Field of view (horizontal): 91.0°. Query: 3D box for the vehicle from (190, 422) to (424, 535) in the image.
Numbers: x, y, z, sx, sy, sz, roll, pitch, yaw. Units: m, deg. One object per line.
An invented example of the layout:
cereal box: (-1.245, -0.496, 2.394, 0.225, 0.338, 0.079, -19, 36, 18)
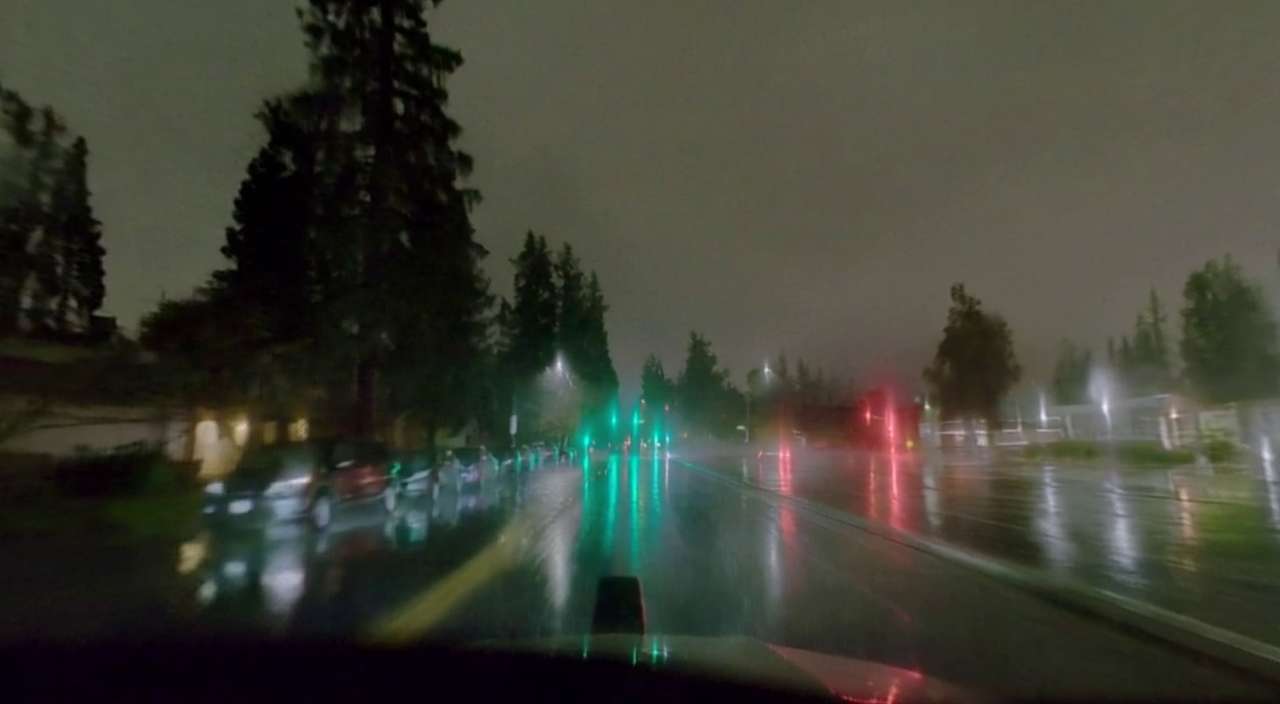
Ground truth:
vehicle: (-6.501, 2.516, 13.211, 2.020, 1.842, 5.116, 1, -8, 1)

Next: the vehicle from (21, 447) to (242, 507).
vehicle: (-13.869, 3.414, 17.426, 4.189, 1.450, 2.196, -1, -9, -1)

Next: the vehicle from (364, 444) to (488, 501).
vehicle: (-6.505, 3.678, 19.871, 2.074, 1.502, 5.098, 0, -8, 0)
